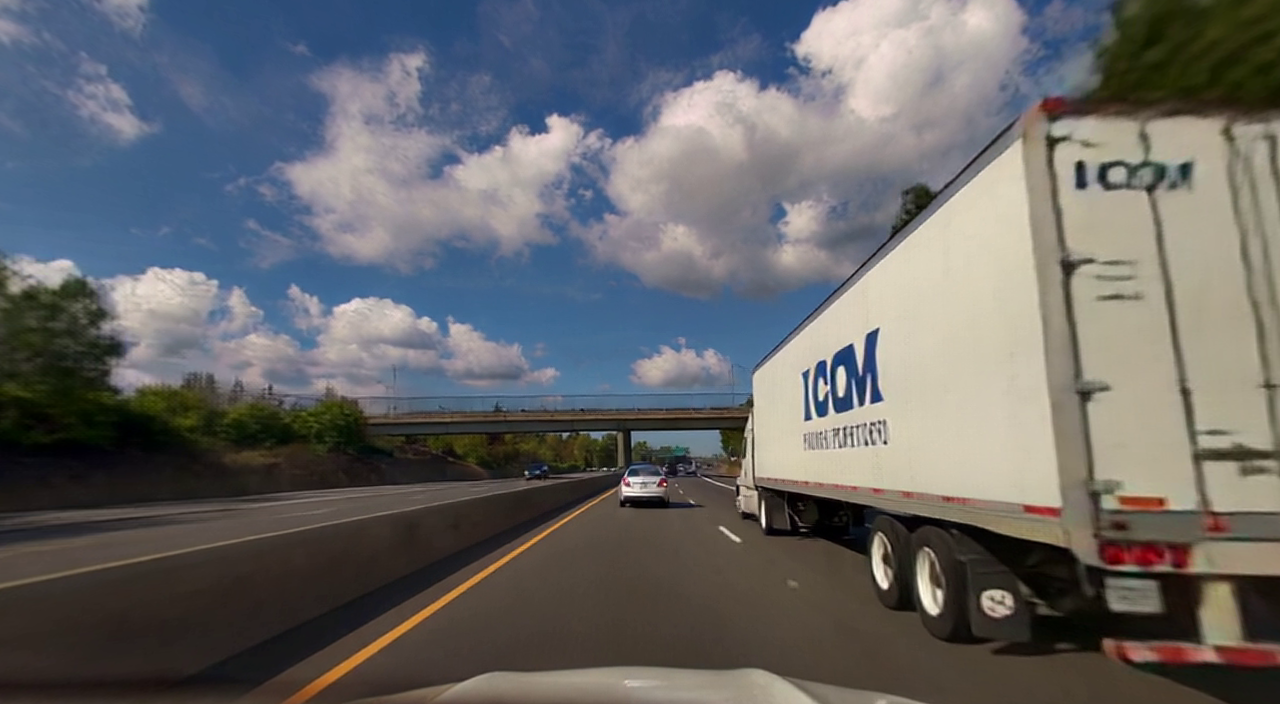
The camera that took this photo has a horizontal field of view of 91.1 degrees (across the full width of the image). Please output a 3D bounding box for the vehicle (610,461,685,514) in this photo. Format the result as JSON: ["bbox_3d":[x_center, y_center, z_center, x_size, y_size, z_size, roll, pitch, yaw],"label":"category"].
[{"bbox_3d":[0.226,4.231,19.873,2.156,1.444,3.762,1,-11,0],"label":"vehicle"}]

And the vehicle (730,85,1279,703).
[{"bbox_3d":[4.430,1.739,12.132,2.964,4.188,16.587,1,-11,0],"label":"vehicle"}]
